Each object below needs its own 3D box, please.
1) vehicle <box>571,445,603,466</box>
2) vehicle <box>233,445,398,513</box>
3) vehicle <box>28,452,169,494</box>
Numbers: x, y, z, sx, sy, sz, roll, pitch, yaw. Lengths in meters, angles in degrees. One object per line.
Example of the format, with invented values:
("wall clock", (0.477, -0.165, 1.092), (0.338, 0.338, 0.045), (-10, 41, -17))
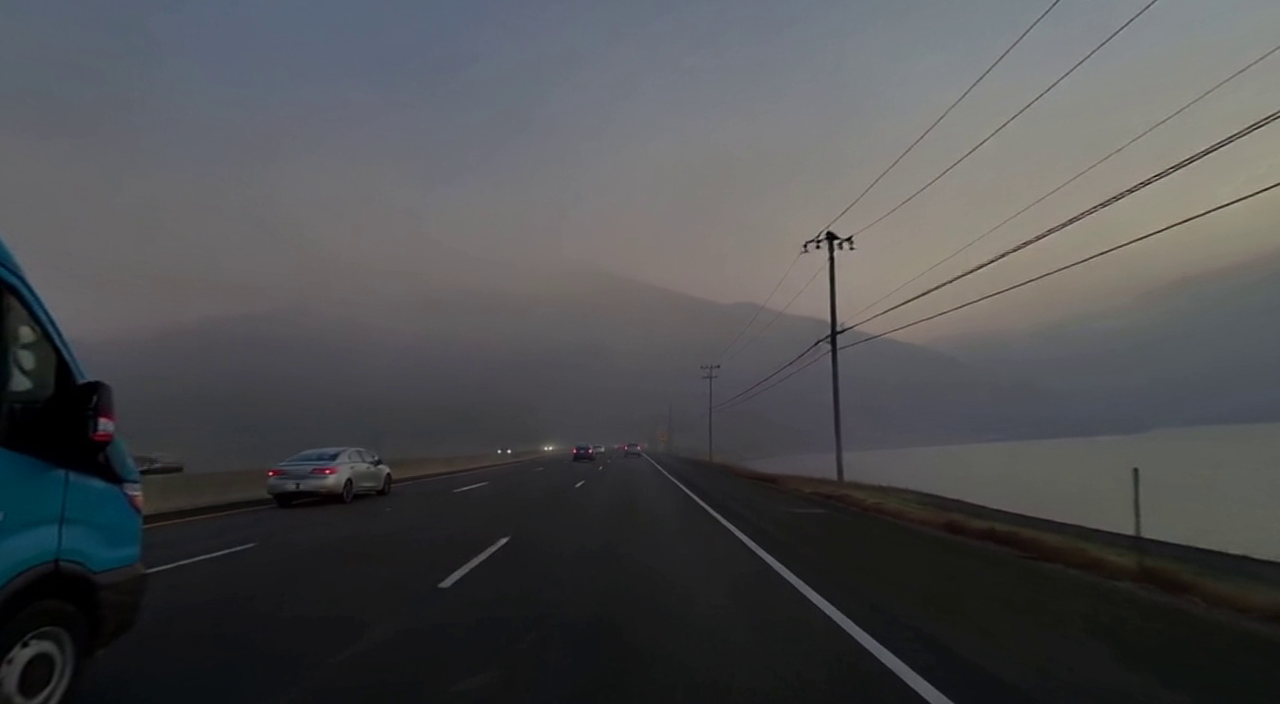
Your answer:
("vehicle", (-3.993, 7.862, 48.266), (2.097, 1.514, 4.209), (0, -9, -1))
("vehicle", (-8.001, 3.137, 16.168), (1.847, 1.456, 4.471), (0, -9, 0))
("vehicle", (-21.524, 4.802, 25.386), (1.933, 1.471, 4.226), (0, -9, -1))
